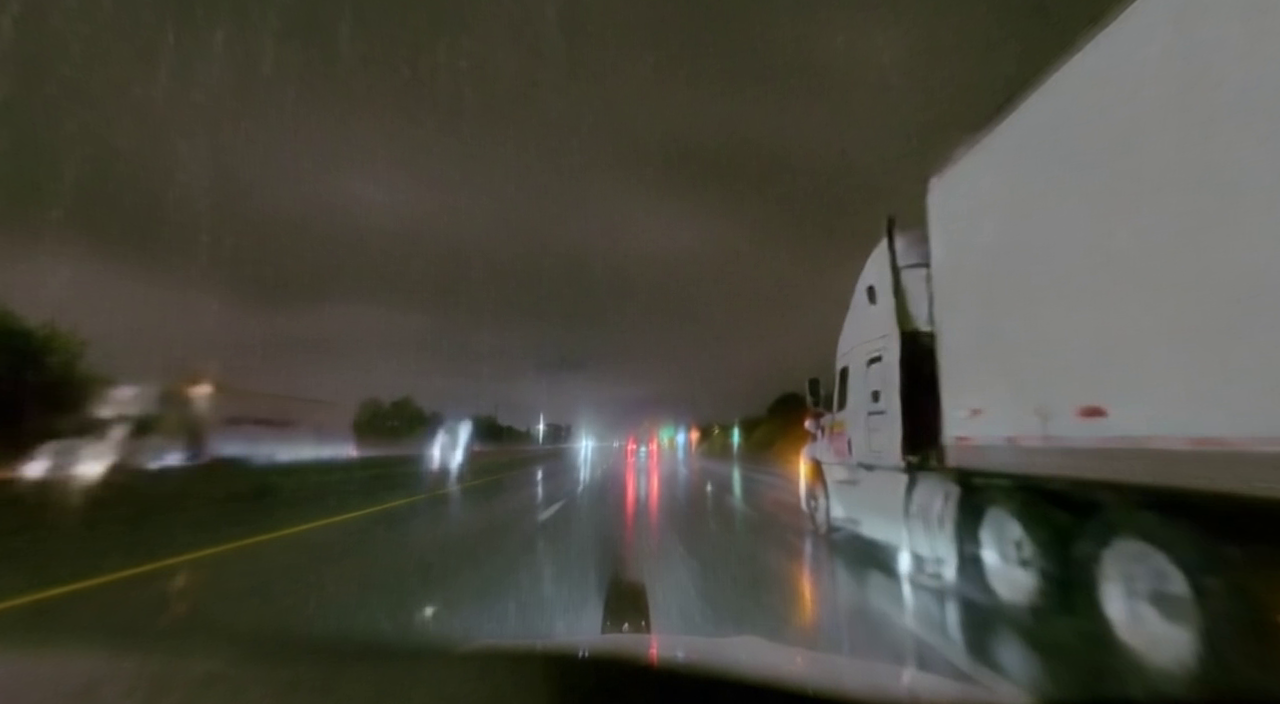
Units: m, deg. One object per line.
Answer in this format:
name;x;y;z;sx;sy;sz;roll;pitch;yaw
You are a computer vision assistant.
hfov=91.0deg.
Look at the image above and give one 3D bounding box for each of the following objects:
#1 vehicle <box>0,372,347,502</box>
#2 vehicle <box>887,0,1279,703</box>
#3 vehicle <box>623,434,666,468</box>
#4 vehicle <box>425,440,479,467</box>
vehicle;-18.473;3.800;27.885;2.986;3.991;16.790;0;-8;0
vehicle;4.008;-0.400;2.896;2.976;4.118;6.324;0;-8;-1
vehicle;0.238;5.082;32.529;2.111;1.635;4.177;0;-8;1
vehicle;-11.818;6.378;39.876;1.955;1.591;4.540;0;-8;0
